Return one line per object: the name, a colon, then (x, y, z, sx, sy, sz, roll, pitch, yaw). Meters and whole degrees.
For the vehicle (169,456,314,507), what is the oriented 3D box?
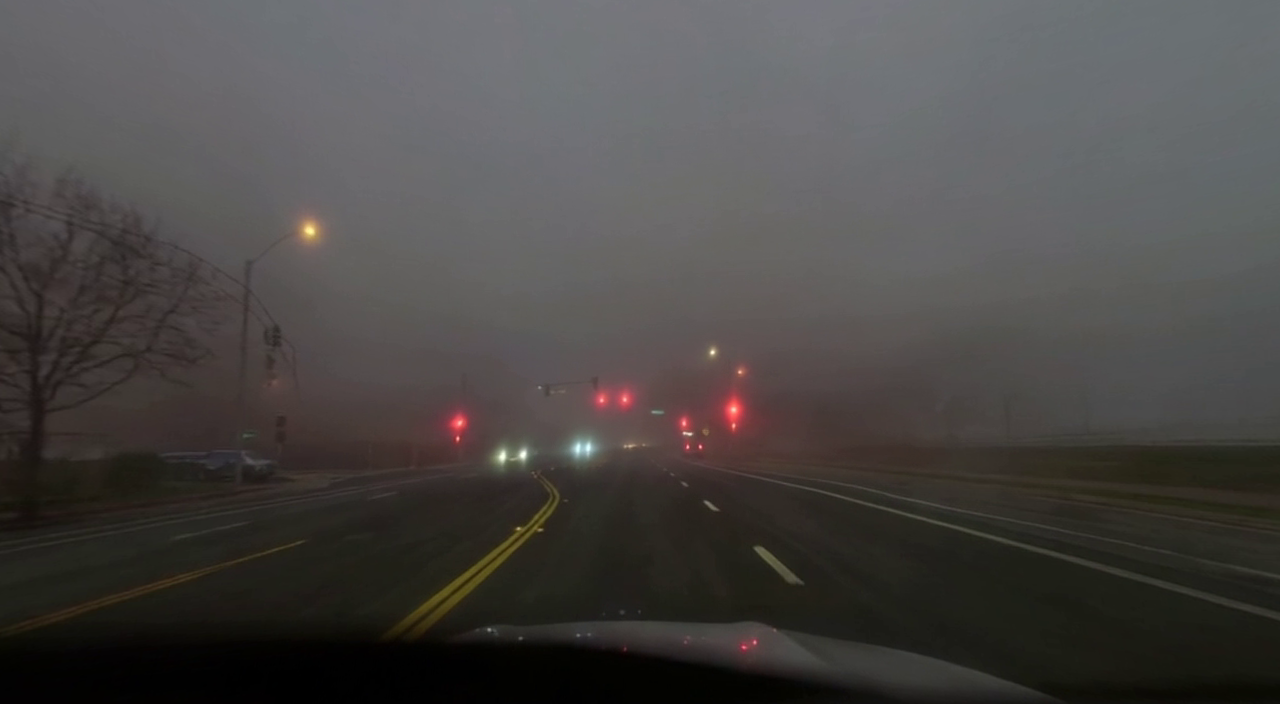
vehicle: (-13.416, 4.361, 21.686, 1.992, 1.453, 4.439, -1, -9, 2)

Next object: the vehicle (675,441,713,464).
vehicle: (3.641, 6.923, 43.560, 2.133, 1.494, 4.265, 0, -9, -2)

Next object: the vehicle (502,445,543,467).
vehicle: (-8.698, 7.713, 47.010, 2.030, 1.495, 4.570, -1, -9, 2)
